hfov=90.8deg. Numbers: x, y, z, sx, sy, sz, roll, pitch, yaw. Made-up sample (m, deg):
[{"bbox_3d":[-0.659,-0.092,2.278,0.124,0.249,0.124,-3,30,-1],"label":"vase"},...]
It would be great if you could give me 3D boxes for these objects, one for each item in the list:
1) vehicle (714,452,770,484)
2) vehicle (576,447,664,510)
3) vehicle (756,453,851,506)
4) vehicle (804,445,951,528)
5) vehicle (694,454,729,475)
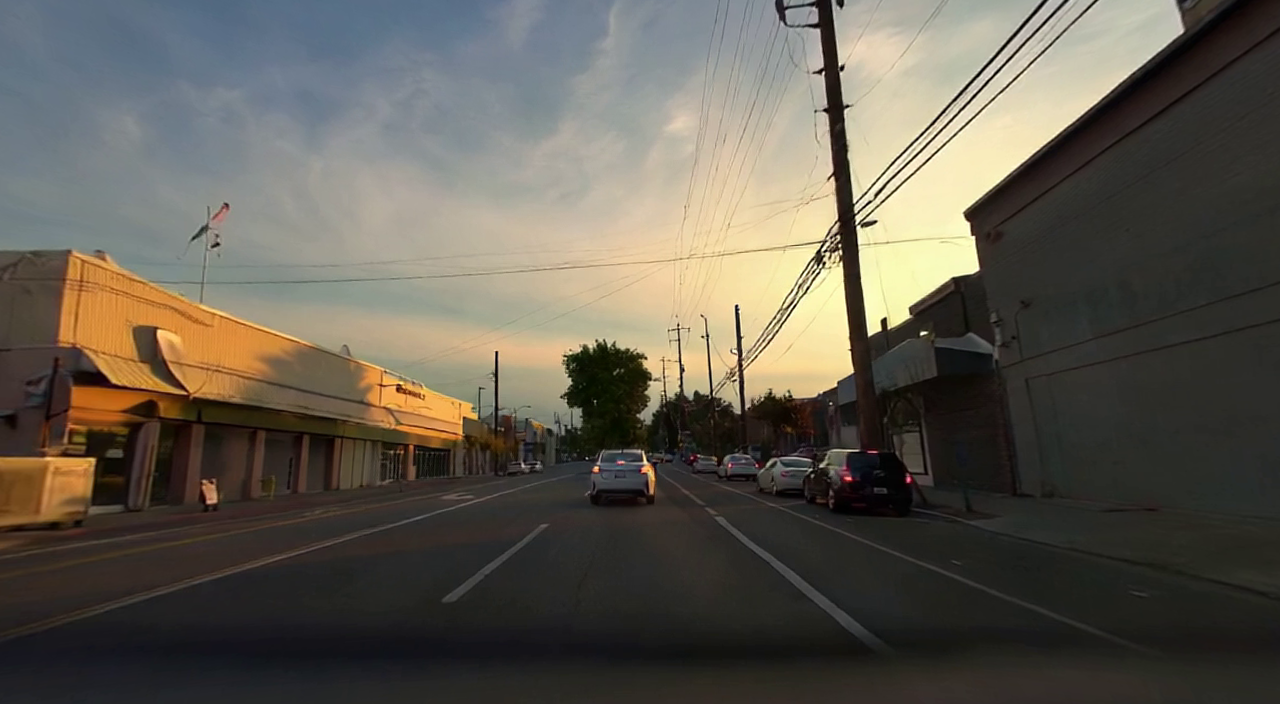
[{"bbox_3d":[5.314,6.103,33.582,2.108,1.471,4.948,0,-9,-1],"label":"vehicle"},{"bbox_3d":[-0.475,3.369,17.350,2.116,1.479,3.980,0,-8,0],"label":"vehicle"},{"bbox_3d":[5.013,3.943,20.016,1.761,1.413,4.272,0,-8,-1],"label":"vehicle"},{"bbox_3d":[5.129,2.912,14.235,1.779,1.592,3.740,0,-9,-1],"label":"vehicle"},{"bbox_3d":[5.234,8.340,47.011,1.987,1.459,4.677,0,-8,-1],"label":"vehicle"}]
